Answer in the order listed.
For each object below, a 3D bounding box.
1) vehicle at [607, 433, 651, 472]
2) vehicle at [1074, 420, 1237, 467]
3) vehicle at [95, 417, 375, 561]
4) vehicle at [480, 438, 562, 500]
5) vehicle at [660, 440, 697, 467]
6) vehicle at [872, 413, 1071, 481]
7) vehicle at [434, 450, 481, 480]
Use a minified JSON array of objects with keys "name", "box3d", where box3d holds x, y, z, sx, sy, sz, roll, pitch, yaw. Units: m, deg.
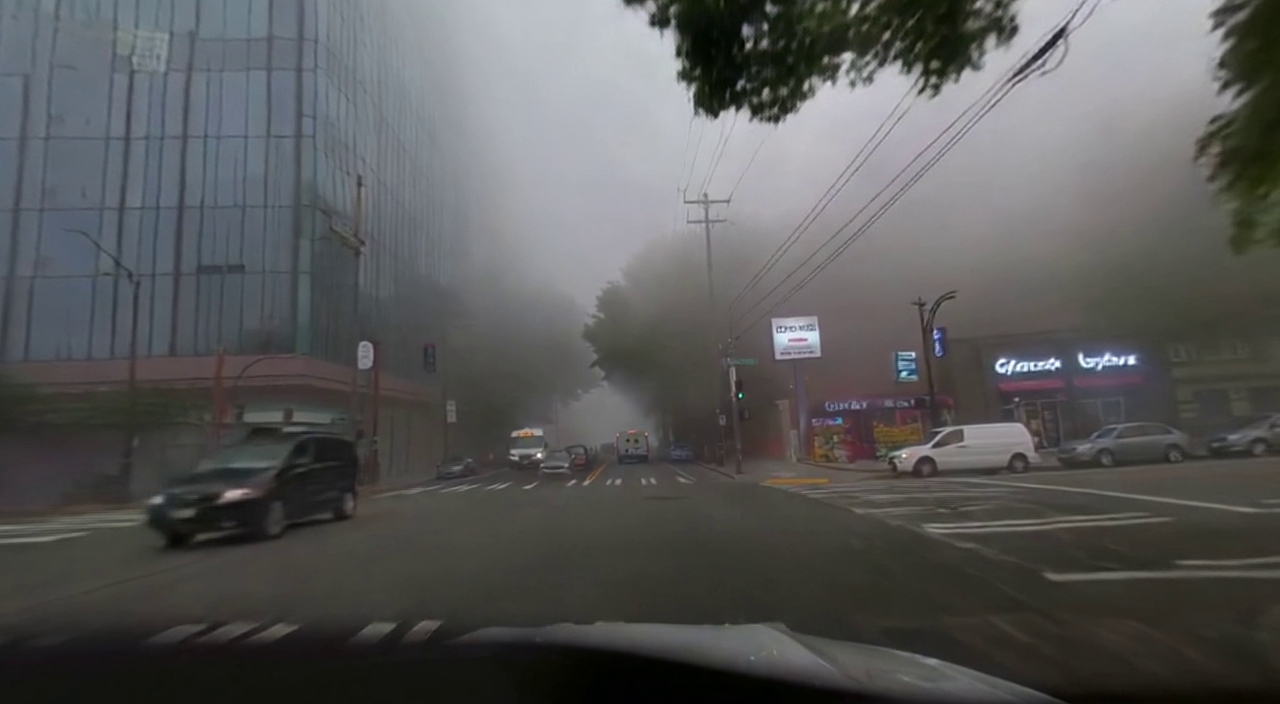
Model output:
[{"name":"vehicle","box3d":[-0.649,5.248,33.179,2.127,1.893,4.194,0,-8,-3]},{"name":"vehicle","box3d":[18.418,3.287,22.716,4.161,1.586,1.992,0,-8,-3]},{"name":"vehicle","box3d":[-6.628,2.216,11.193,2.090,1.975,4.657,0,-8,-4]},{"name":"vehicle","box3d":[-3.653,3.601,20.029,2.026,1.616,4.109,-2,-7,-3]},{"name":"vehicle","box3d":[2.391,6.509,40.704,1.934,1.633,4.271,0,-8,-2]},{"name":"vehicle","box3d":[10.252,2.997,19.978,4.966,1.826,2.209,-3,-8,6]},{"name":"vehicle","box3d":[-10.687,6.626,37.297,1.847,1.566,3.525,-1,-7,-2]}]
